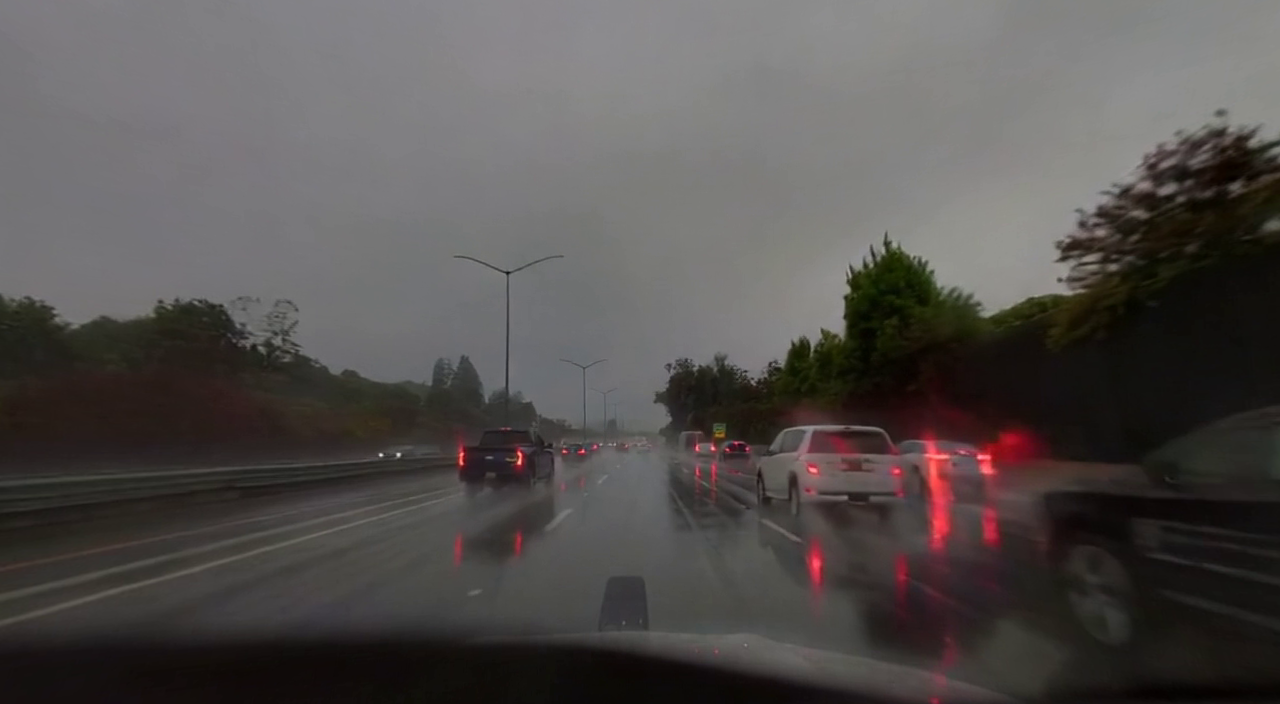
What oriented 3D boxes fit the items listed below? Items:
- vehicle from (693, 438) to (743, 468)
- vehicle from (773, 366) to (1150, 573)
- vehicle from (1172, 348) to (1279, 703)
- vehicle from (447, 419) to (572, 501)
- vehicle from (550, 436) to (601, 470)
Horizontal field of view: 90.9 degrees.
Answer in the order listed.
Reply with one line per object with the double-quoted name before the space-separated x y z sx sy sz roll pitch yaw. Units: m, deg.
"vehicle" 3.986 5.232 32.951 1.951 1.454 4.479 0 -8 -1
"vehicle" 3.768 1.559 9.128 2.395 2.017 5.709 0 -8 0
"vehicle" 3.849 0.535 0.830 2.023 1.670 4.869 0 -8 0
"vehicle" -3.122 2.710 16.237 2.139 1.764 4.707 -1 -8 1
"vehicle" -3.237 5.174 32.574 1.974 1.589 5.047 -1 -8 1
